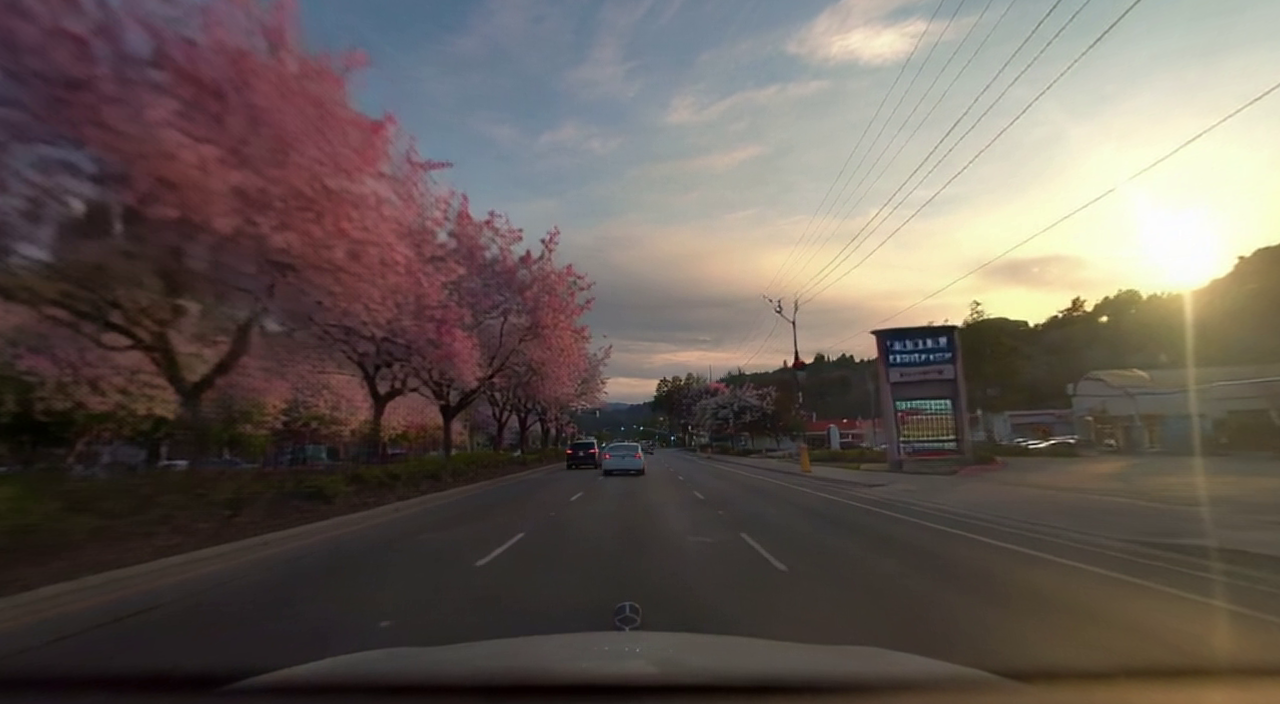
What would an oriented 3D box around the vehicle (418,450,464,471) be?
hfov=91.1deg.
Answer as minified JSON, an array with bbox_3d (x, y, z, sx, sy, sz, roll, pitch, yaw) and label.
[{"bbox_3d":[-14.440,7.895,45.852,1.838,1.458,4.336,0,-8,1],"label":"vehicle"}]

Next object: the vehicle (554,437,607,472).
[{"bbox_3d":[-3.327,5.892,36.246,2.453,1.844,4.751,0,-8,1],"label":"vehicle"}]

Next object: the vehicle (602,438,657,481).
[{"bbox_3d":[-0.361,4.621,27.316,2.149,1.701,4.379,0,-8,3],"label":"vehicle"}]
